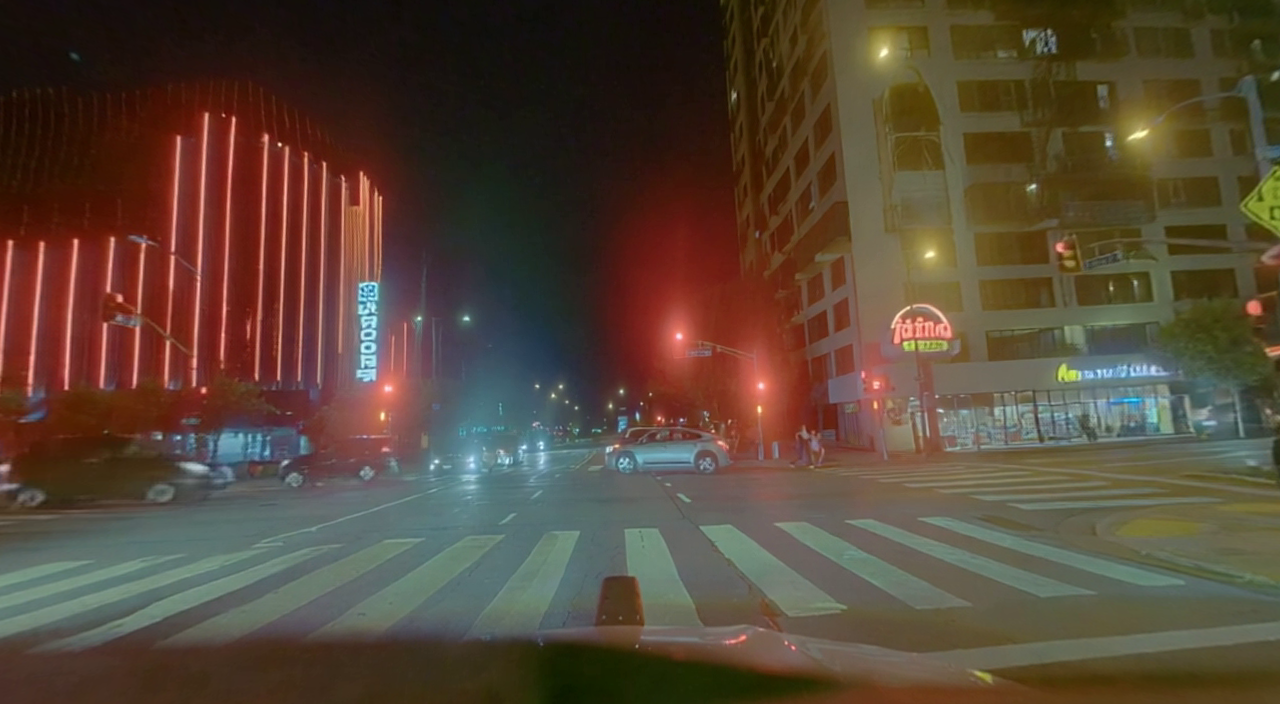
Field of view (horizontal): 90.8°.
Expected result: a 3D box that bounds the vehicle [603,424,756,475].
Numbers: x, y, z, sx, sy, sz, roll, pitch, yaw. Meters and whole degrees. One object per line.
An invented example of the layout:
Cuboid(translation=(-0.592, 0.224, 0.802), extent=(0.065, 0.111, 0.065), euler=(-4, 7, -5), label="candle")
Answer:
Cuboid(translation=(1.199, 3.111, 20.302), extent=(4.612, 1.521, 1.811), euler=(1, -9, -9), label="vehicle")

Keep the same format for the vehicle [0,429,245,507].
Cuboid(translation=(-12.467, 2.746, 15.279), extent=(4.446, 1.714, 1.830), euler=(1, -8, -7), label="vehicle")

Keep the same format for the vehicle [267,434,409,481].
Cuboid(translation=(-11.534, 4.038, 24.427), extent=(4.513, 1.682, 1.810), euler=(1, -9, -8), label="vehicle")

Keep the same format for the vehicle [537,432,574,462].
Cuboid(translation=(-5.086, 5.801, 38.628), extent=(1.976, 1.683, 4.117), euler=(0, -8, -4), label="vehicle")

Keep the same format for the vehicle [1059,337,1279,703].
Cuboid(translation=(3.030, 0.607, 0.869), extent=(1.866, 1.654, 4.354), euler=(0, -8, 0), label="vehicle")

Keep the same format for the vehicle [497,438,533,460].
Cuboid(translation=(-8.585, 6.694, 43.670), extent=(1.906, 1.402, 4.904), euler=(0, -8, -5), label="vehicle")

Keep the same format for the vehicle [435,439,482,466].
Cuboid(translation=(-10.936, 6.079, 38.301), extent=(1.885, 1.545, 4.124), euler=(0, -8, -5), label="vehicle")
